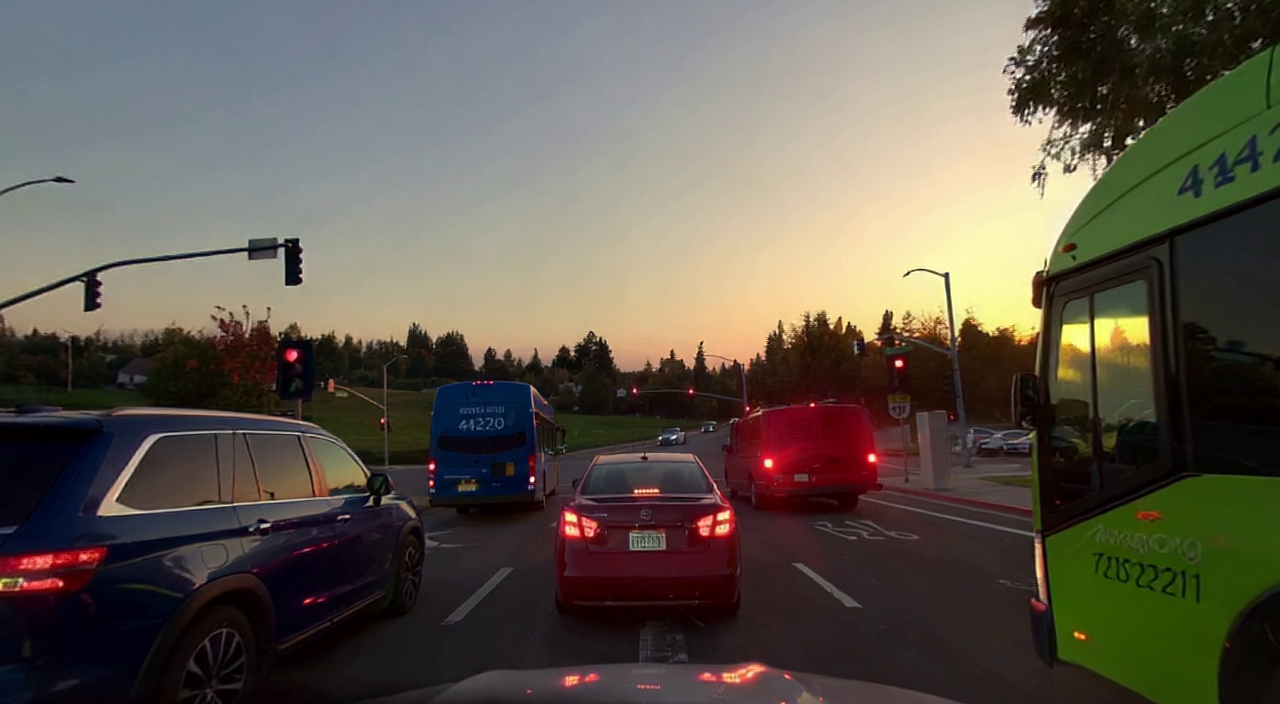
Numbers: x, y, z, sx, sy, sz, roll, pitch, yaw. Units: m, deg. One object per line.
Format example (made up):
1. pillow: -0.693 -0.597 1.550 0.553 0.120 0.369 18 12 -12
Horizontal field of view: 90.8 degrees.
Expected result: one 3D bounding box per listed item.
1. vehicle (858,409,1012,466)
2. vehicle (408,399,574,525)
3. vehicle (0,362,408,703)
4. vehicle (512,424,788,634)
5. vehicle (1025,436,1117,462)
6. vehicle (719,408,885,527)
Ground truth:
1. vehicle: 17.569 5.133 37.922 7.839 3.213 2.628 0 -8 -3
2. vehicle: -2.940 2.348 13.946 2.335 2.221 5.165 0 -8 1
3. vehicle: -3.408 1.179 4.621 1.921 1.701 3.989 0 -8 -1
4. vehicle: 0.063 1.547 6.416 1.976 1.485 3.624 0 -8 0
5. vehicle: 25.868 5.818 37.996 4.229 1.489 1.794 0 -8 -1
6. vehicle: 3.131 2.401 13.658 2.143 2.036 5.367 0 -8 0
